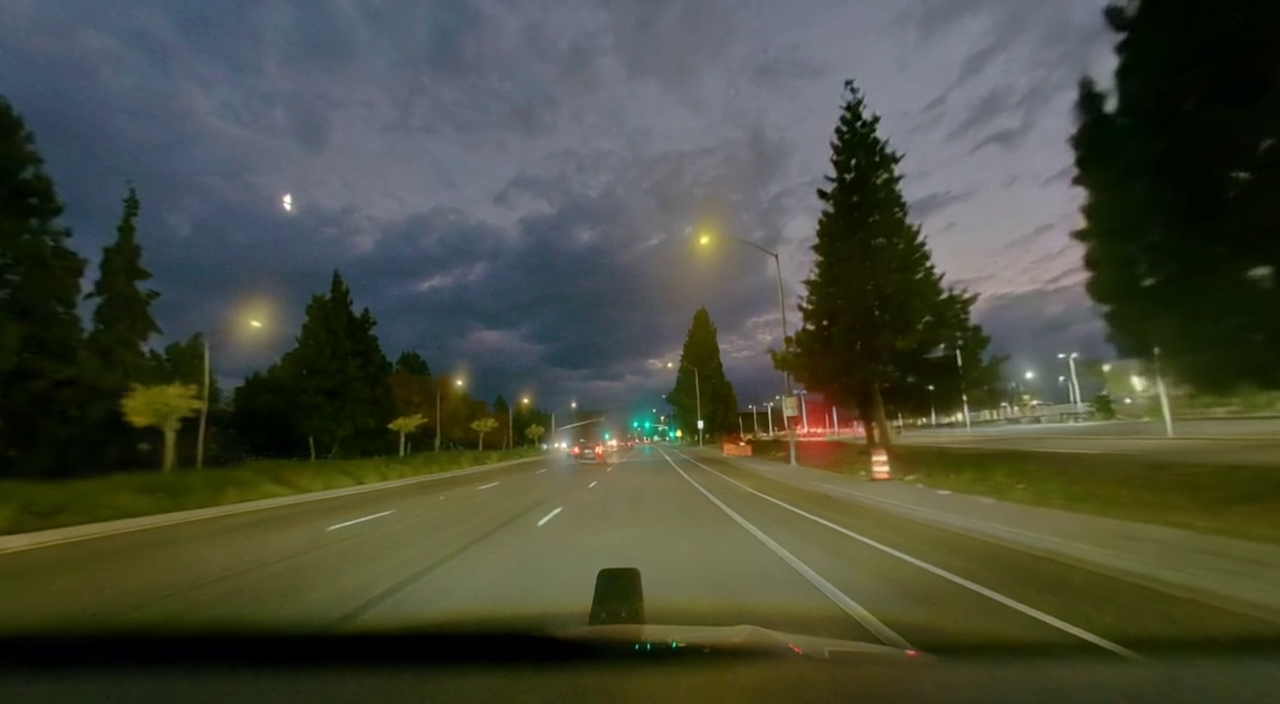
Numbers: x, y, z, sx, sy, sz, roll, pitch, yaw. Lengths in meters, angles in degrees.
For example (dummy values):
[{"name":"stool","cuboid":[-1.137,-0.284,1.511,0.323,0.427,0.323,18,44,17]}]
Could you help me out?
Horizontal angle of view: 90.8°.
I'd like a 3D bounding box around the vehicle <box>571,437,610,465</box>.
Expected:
[{"name":"vehicle","cuboid":[-3.128,6.361,40.783,2.121,1.654,3.993,0,-8,0]}]
